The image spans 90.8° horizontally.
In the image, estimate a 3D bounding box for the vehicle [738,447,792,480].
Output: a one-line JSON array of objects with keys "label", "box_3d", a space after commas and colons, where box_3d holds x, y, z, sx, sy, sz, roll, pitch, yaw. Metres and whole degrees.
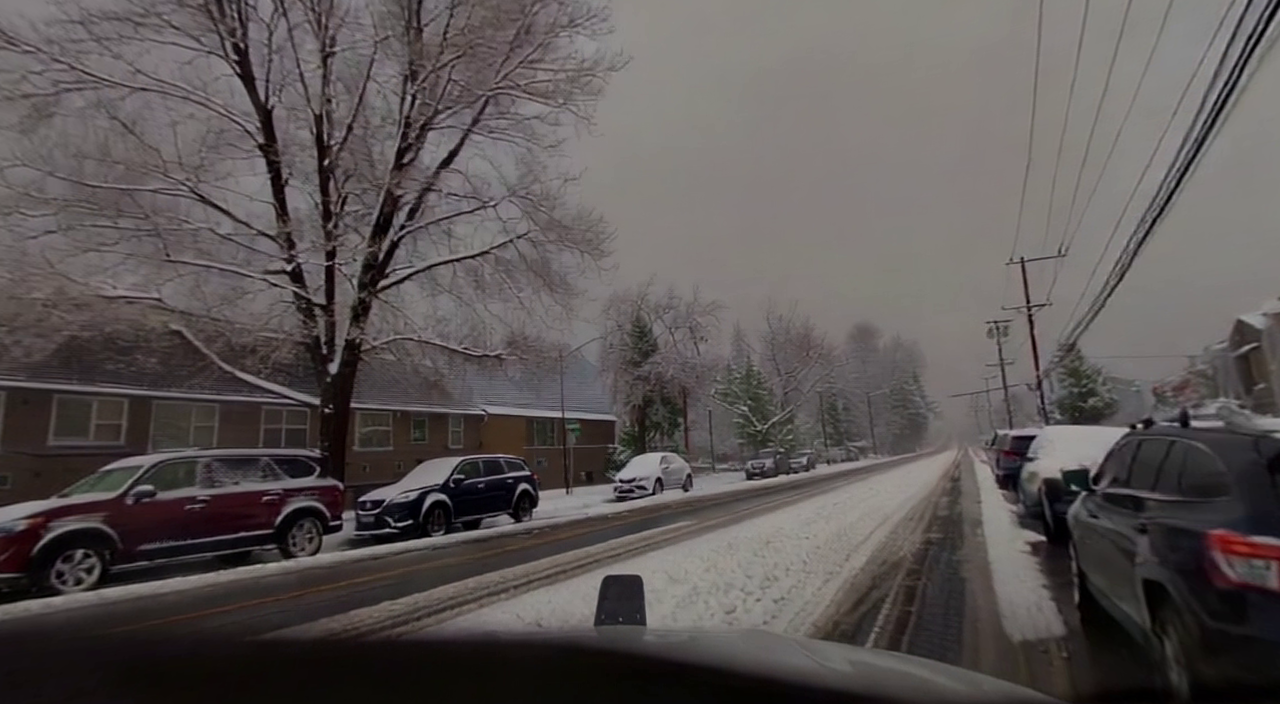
[{"label": "vehicle", "box_3d": [7.619, 6.645, 38.099, 2.011, 1.801, 4.676, -4, -9, 26]}]

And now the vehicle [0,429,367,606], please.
[{"label": "vehicle", "box_3d": [-6.768, 2.307, 9.216, 1.973, 1.848, 5.100, -12, -14, 23]}]

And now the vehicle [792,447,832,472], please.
[{"label": "vehicle", "box_3d": [13.463, 8.424, 49.251, 1.953, 1.699, 4.234, -10, -15, 27]}]

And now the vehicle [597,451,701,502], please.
[{"label": "vehicle", "box_3d": [0.453, 4.770, 24.506, 2.017, 1.582, 4.664, -11, -13, 26]}]

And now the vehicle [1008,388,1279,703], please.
[{"label": "vehicle", "box_3d": [3.522, 1.139, 3.698, 2.030, 1.535, 4.683, -4, -9, 27]}]

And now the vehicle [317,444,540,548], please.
[{"label": "vehicle", "box_3d": [-4.386, 3.092, 13.915, 2.068, 1.745, 4.579, -11, -14, 23]}]
